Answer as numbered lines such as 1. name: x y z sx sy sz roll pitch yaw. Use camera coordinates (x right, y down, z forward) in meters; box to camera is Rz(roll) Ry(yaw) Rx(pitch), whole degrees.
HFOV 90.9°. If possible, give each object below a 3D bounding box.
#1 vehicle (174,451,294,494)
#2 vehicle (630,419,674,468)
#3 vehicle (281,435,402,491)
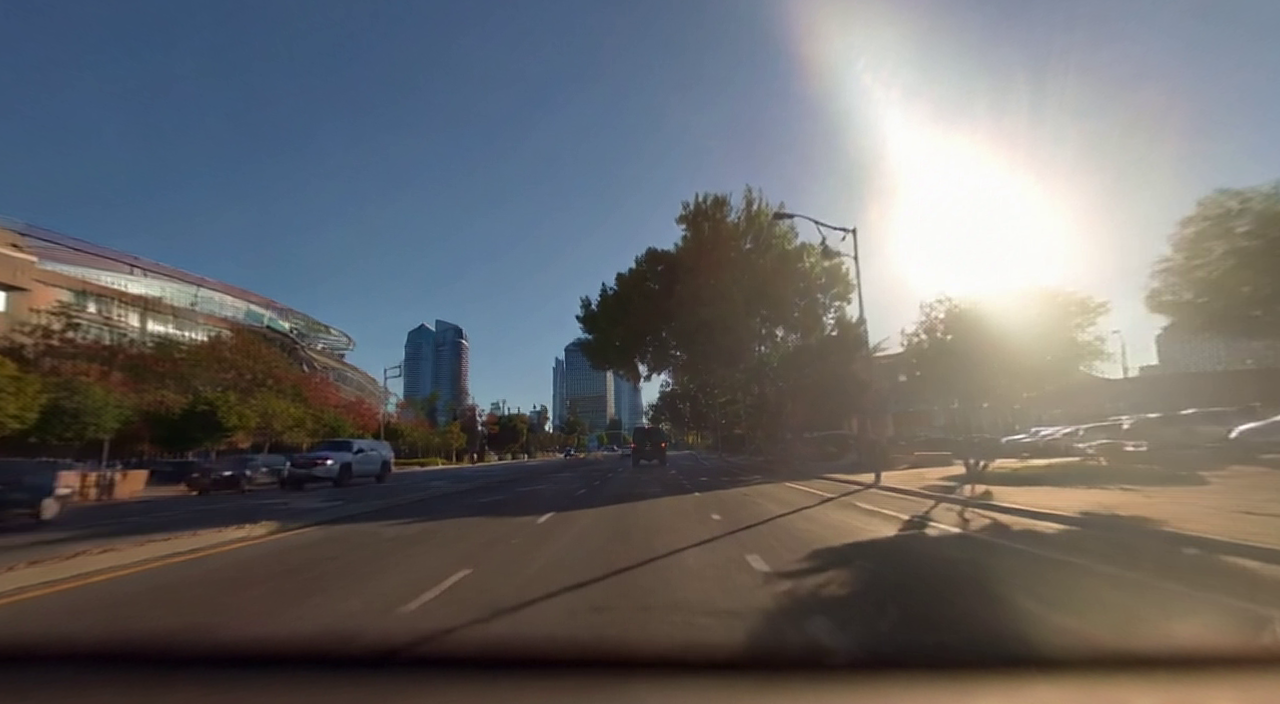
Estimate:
1. vehicle: -19.102 5.651 30.005 2.165 1.795 5.003 0 -9 3
2. vehicle: 0.774 6.702 46.000 2.843 3.120 10.422 0 -9 0
3. vehicle: -11.414 4.266 24.592 2.155 1.941 4.977 0 -9 2
